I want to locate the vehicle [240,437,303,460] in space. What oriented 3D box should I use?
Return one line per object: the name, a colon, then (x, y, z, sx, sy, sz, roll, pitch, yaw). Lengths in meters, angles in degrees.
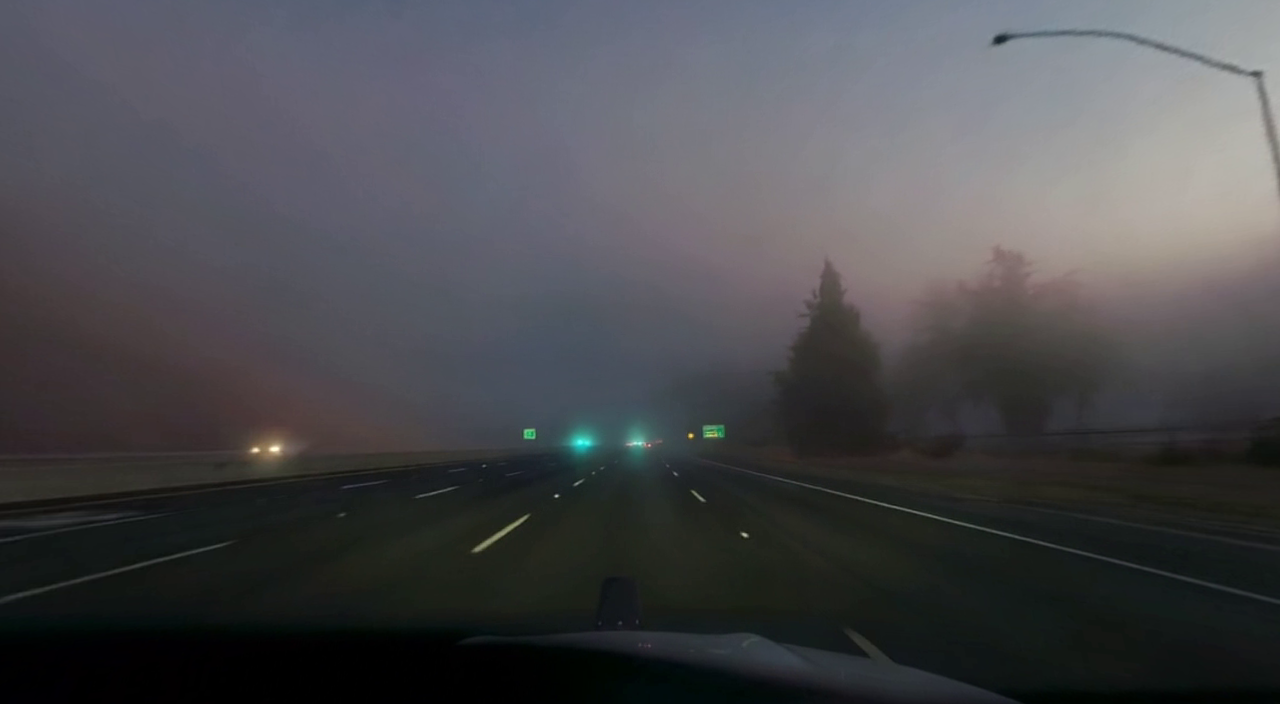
vehicle: (-28.818, 7.586, 49.418, 2.043, 1.691, 4.620, 0, -9, 2)
